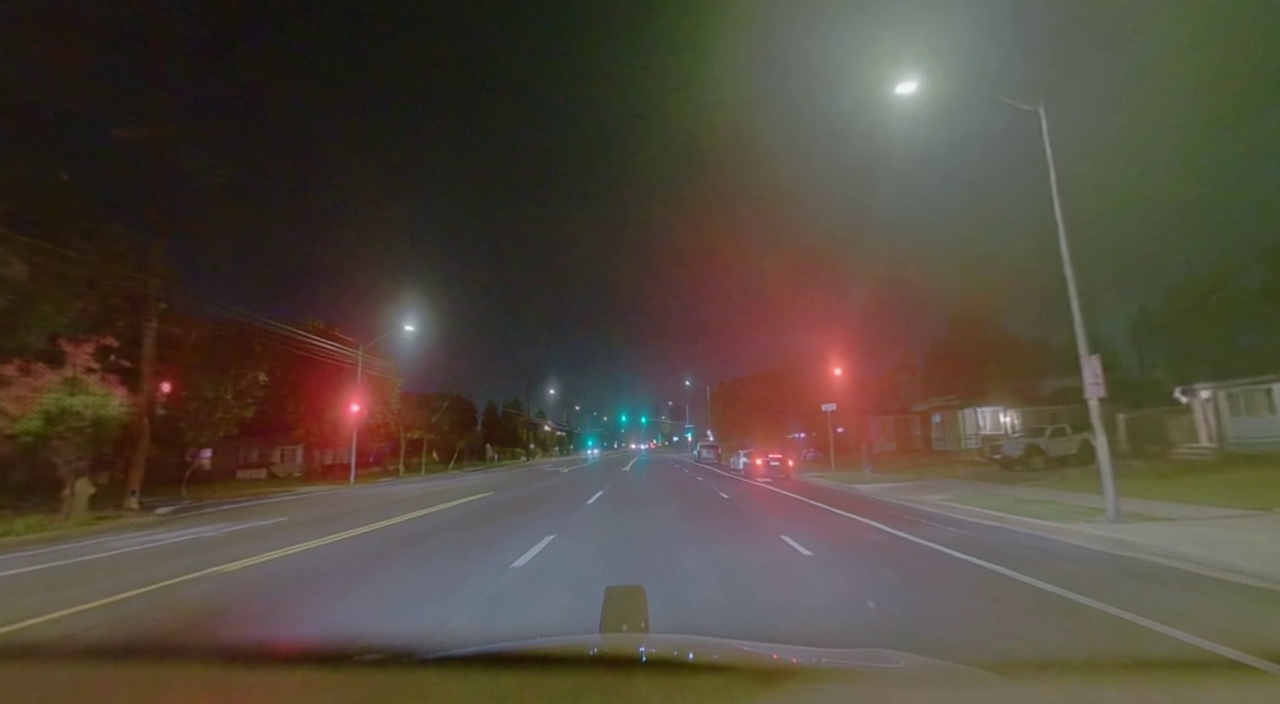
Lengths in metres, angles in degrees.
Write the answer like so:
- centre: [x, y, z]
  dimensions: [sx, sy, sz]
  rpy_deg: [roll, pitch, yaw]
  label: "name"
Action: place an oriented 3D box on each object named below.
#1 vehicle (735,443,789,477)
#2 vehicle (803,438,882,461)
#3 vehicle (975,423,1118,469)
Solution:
- centre: [5.889, 5.248, 30.999]
  dimensions: [1.855, 1.520, 4.808]
  rpy_deg: [0, -8, 2]
  label: "vehicle"
- centre: [13.111, 6.328, 40.983]
  dimensions: [4.461, 1.461, 1.805]
  rpy_deg: [0, -8, 0]
  label: "vehicle"
- centre: [14.637, 3.402, 22.870]
  dimensions: [3.769, 1.598, 1.987]
  rpy_deg: [0, -8, 1]
  label: "vehicle"
